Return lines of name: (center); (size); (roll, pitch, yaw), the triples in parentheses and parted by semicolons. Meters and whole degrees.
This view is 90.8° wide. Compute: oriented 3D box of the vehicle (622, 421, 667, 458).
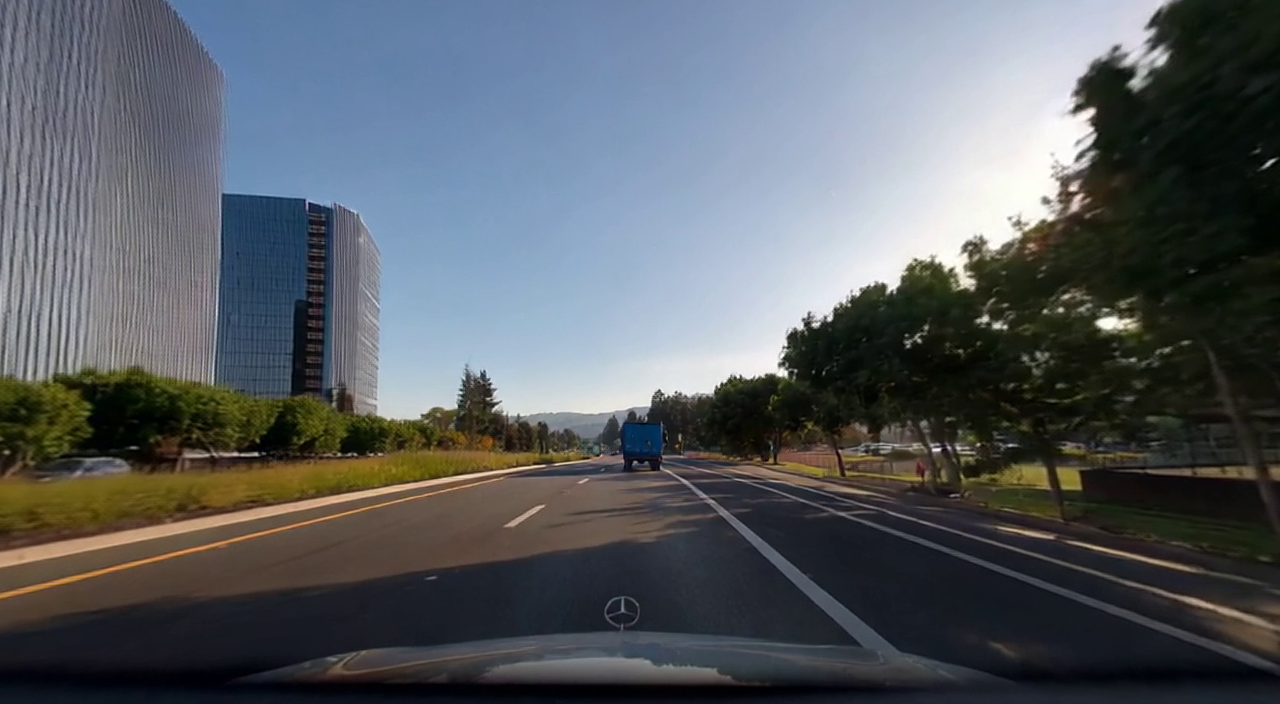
vehicle: (0.159, 4.637, 33.329); (2.178, 1.829, 4.932); (0, -9, -1)

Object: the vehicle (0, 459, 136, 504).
vehicle: (-22.977, 5.176, 25.598); (1.797, 1.585, 3.957); (0, -9, 0)
